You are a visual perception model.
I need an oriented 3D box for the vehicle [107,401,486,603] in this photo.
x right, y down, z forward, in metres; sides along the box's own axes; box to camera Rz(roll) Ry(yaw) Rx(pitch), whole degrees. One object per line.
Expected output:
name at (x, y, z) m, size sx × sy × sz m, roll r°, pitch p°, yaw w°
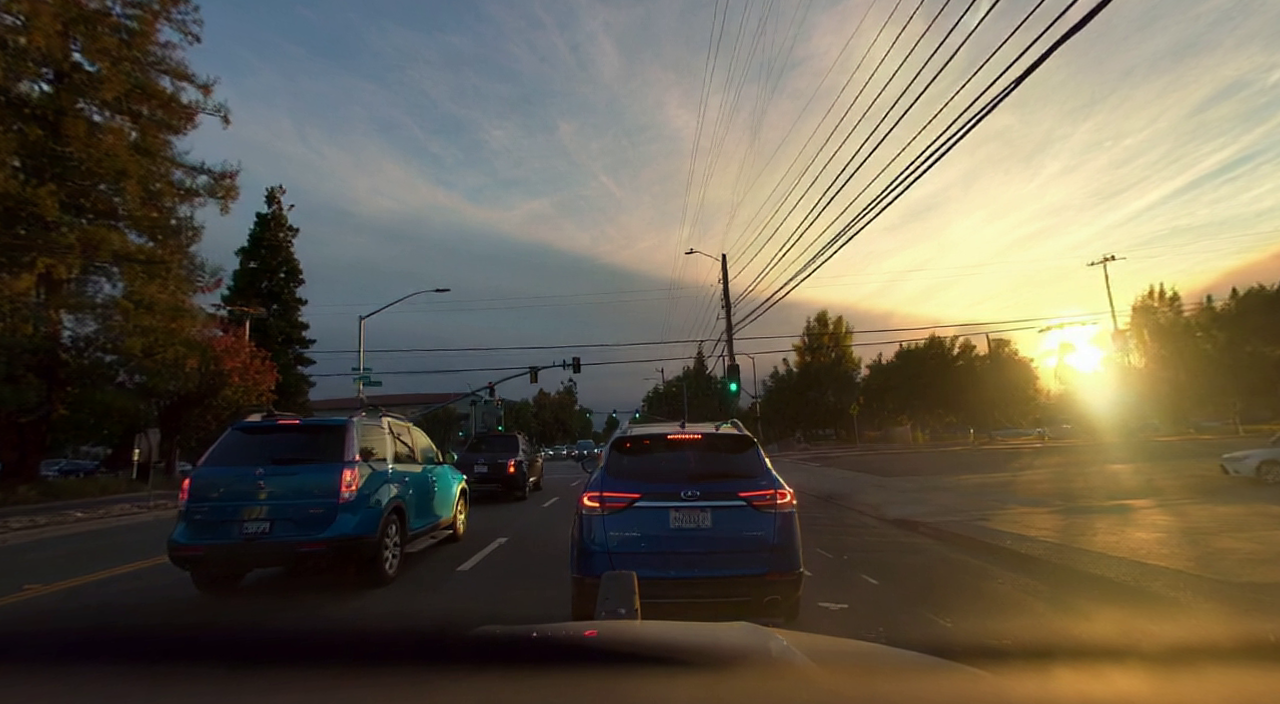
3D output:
vehicle at (-3.473, 1.606, 7.637) m, size 2.105 × 1.706 × 4.337 m, roll 0°, pitch -9°, yaw 0°

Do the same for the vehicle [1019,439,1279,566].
vehicle at (8.387, 2.151, 9.920) m, size 1.993 × 1.508 × 4.521 m, roll 0°, pitch -9°, yaw -1°

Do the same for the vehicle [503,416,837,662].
vehicle at (0.116, 1.446, 5.963) m, size 2.056 × 1.487 × 4.003 m, roll 0°, pitch -9°, yaw -2°
